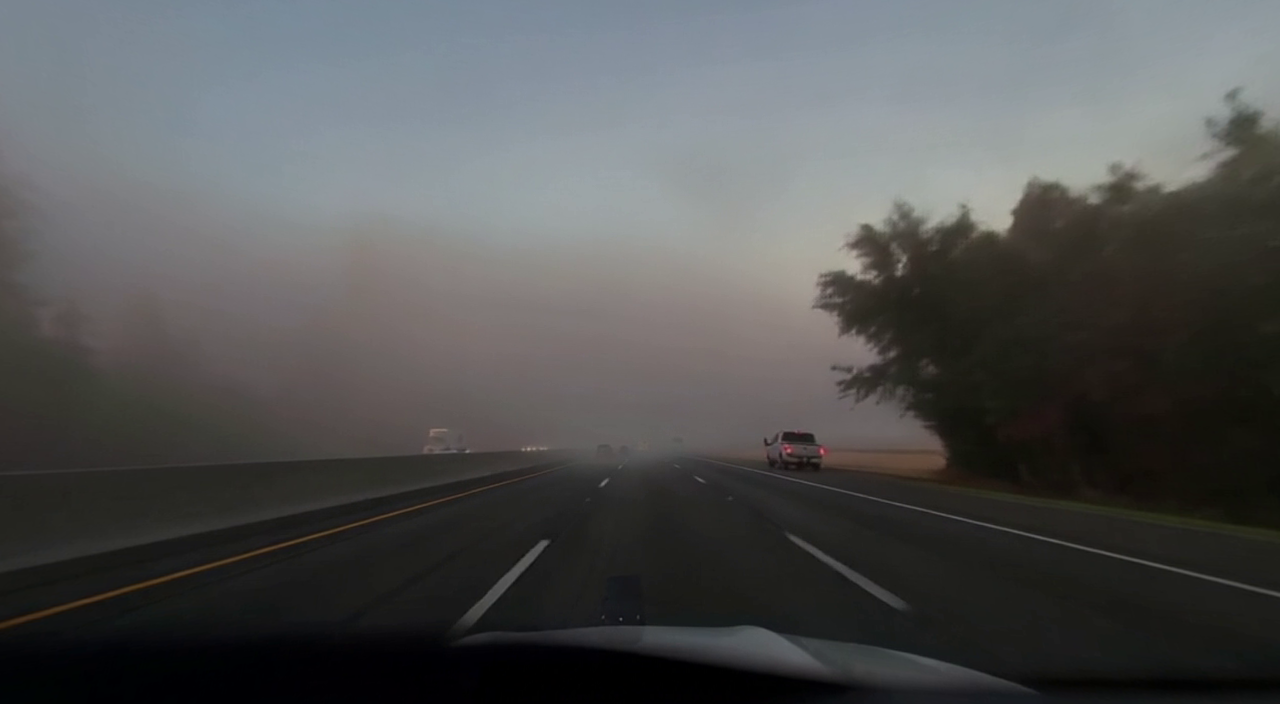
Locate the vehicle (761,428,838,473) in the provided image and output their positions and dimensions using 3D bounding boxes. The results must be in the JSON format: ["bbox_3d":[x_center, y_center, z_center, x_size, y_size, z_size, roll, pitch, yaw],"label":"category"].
[{"bbox_3d":[8.226,5.170,33.265,2.440,2.132,6.219,0,-9,0],"label":"vehicle"}]
